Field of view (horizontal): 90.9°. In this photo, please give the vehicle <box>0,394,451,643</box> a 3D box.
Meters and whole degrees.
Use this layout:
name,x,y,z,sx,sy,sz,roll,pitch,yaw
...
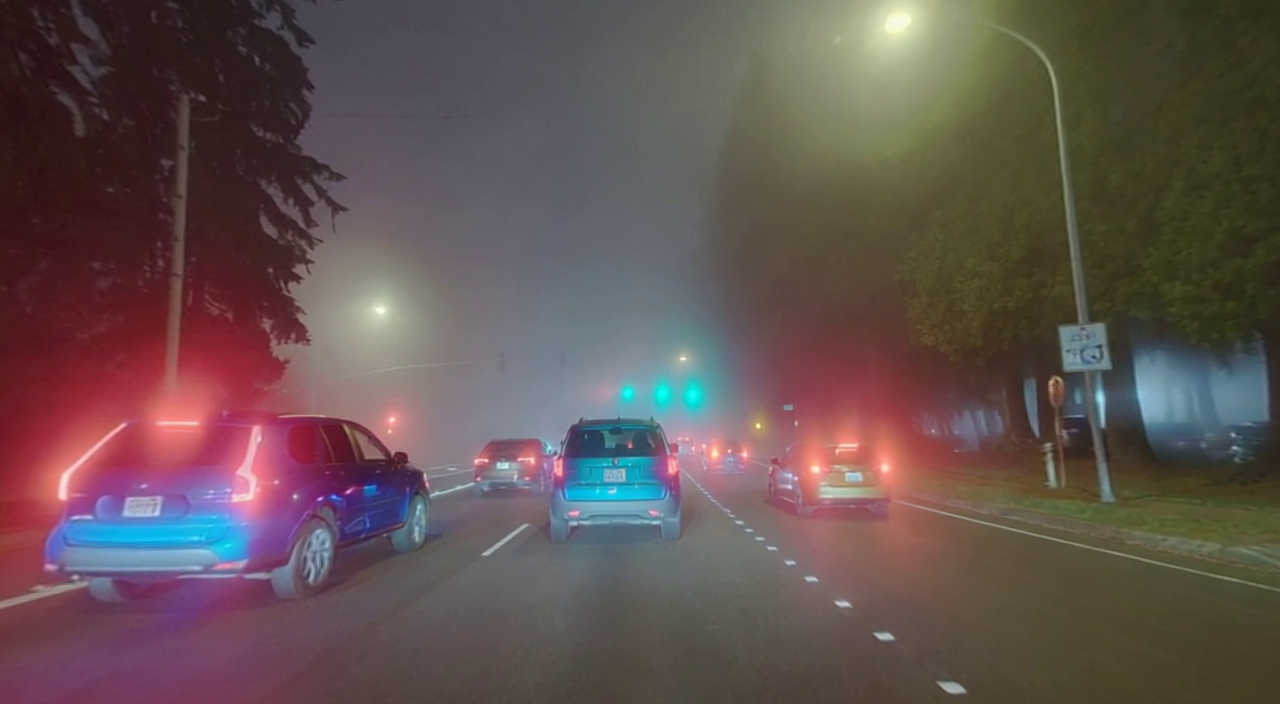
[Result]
name,x,y,z,sx,sy,sz,roll,pitch,yaw
vehicle,-3.696,1.470,6.580,2.039,1.709,4.265,0,-8,1

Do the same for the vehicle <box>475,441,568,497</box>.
name,x,y,z,sx,sy,sz,roll,pitch,yaw
vehicle,-3.382,3.417,18.842,1.897,1.479,4.204,0,-8,1

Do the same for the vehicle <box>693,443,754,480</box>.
name,x,y,z,sx,sy,sz,roll,pitch,yaw
vehicle,3.446,4.612,26.879,1.996,1.443,4.270,0,-8,-1

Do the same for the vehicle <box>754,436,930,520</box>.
name,x,y,z,sx,sy,sz,roll,pitch,yaw
vehicle,4.098,2.632,13.803,2.036,1.480,4.659,0,-8,-4

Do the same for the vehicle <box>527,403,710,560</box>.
name,x,y,z,sx,sy,sz,roll,pitch,yaw
vehicle,-0.243,1.841,9.674,2.132,1.816,4.471,0,-8,0

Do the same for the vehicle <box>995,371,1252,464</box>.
name,x,y,z,sx,sy,sz,roll,pitch,yaw
vehicle,17.869,2.497,23.669,7.314,3.230,2.680,0,-8,-1
